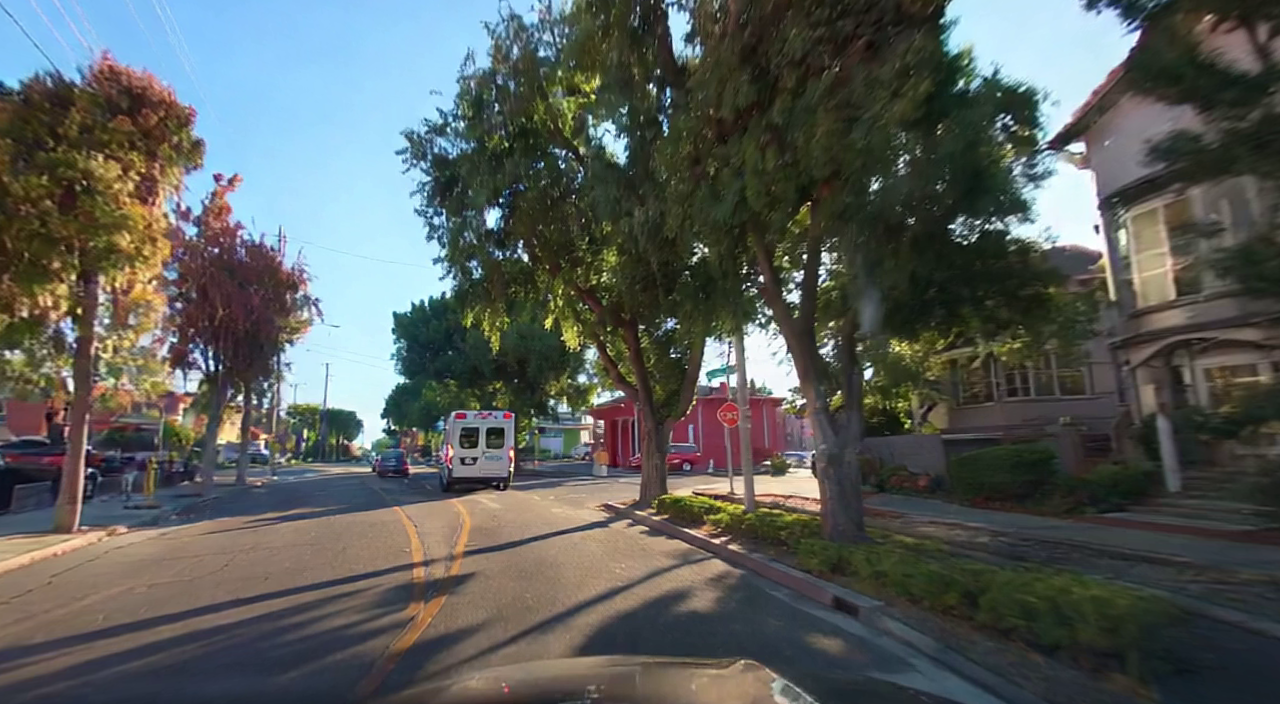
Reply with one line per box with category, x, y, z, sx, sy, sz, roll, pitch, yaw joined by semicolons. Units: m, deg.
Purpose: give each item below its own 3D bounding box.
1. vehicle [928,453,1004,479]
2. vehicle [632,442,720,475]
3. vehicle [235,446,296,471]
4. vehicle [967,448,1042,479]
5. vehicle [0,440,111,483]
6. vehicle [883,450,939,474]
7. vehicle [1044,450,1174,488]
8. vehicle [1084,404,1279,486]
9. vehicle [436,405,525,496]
vehicle;20.487;7.154;39.982;1.861;1.470;4.867;1;-8;-6
vehicle;2.254;6.822;40.587;5.270;1.966;2.329;0;-8;-6
vehicle;-28.045;7.938;47.258;4.502;1.810;2.056;-6;-10;33
vehicle;23.046;7.045;40.154;1.894;1.784;4.355;0;-8;-4
vehicle;-26.611;4.646;26.650;5.910;1.681;2.579;3;-12;-22
vehicle;19.931;8.073;46.630;1.899;1.635;4.603;0;-8;-2
vehicle;20.449;5.093;27.850;1.805;1.420;4.603;-1;-8;-7
vehicle;25.435;4.343;29.205;2.934;3.217;7.956;1;-10;-11
vehicle;-5.547;3.311;21.451;2.444;2.640;5.482;2;-9;-18
